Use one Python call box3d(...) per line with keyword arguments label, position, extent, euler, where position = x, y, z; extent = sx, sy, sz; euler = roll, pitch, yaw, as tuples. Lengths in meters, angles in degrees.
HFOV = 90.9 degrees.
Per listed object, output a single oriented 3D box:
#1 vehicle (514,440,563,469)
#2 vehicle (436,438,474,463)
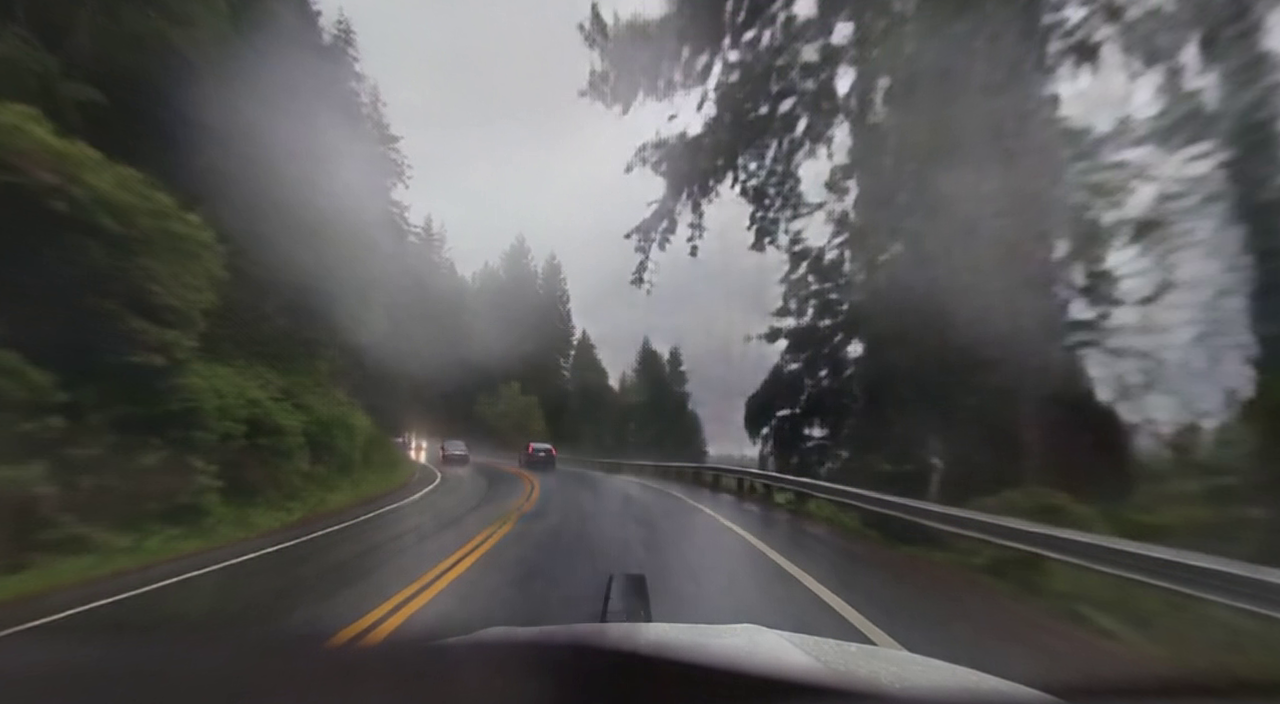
box3d(label="vehicle", position=(-5.783, 5.756, 35.480), extent=(2.120, 1.491, 4.349), euler=(3, -9, -16))
box3d(label="vehicle", position=(-12.705, 6.703, 43.126), extent=(2.167, 1.602, 4.548), euler=(3, -9, -20))
